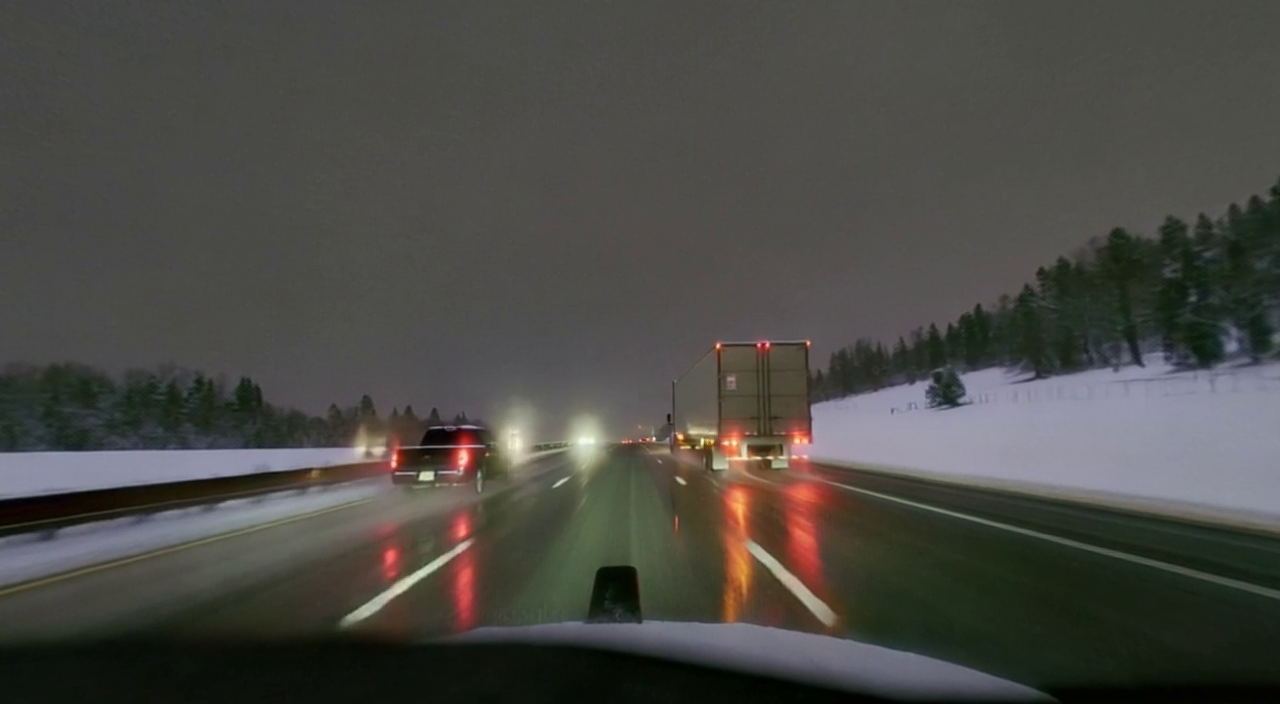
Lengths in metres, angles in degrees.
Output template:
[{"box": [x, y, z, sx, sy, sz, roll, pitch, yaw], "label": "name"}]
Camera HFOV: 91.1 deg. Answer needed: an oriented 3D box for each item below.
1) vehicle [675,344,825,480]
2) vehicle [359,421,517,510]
[{"box": [3.841, 3.007, 28.054, 3.144, 4.168, 17.594, 0, -8, -1], "label": "vehicle"}, {"box": [-4.083, 2.344, 13.539, 2.044, 1.604, 4.144, 0, -8, -1], "label": "vehicle"}]
